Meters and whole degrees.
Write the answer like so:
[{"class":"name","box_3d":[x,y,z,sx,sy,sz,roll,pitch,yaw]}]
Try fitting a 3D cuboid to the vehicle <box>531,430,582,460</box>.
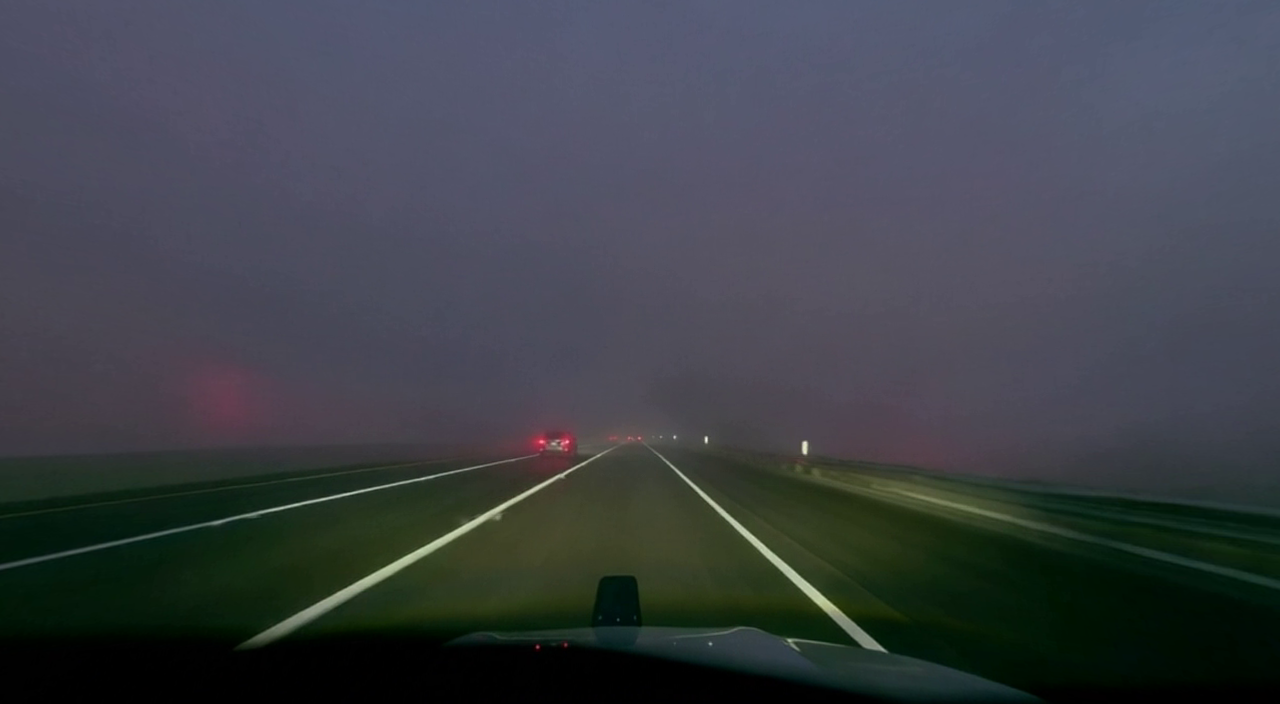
[{"class":"vehicle","box_3d":[-4.546,5.134,34.884,2.149,1.532,4.905,0,-8,0]}]
